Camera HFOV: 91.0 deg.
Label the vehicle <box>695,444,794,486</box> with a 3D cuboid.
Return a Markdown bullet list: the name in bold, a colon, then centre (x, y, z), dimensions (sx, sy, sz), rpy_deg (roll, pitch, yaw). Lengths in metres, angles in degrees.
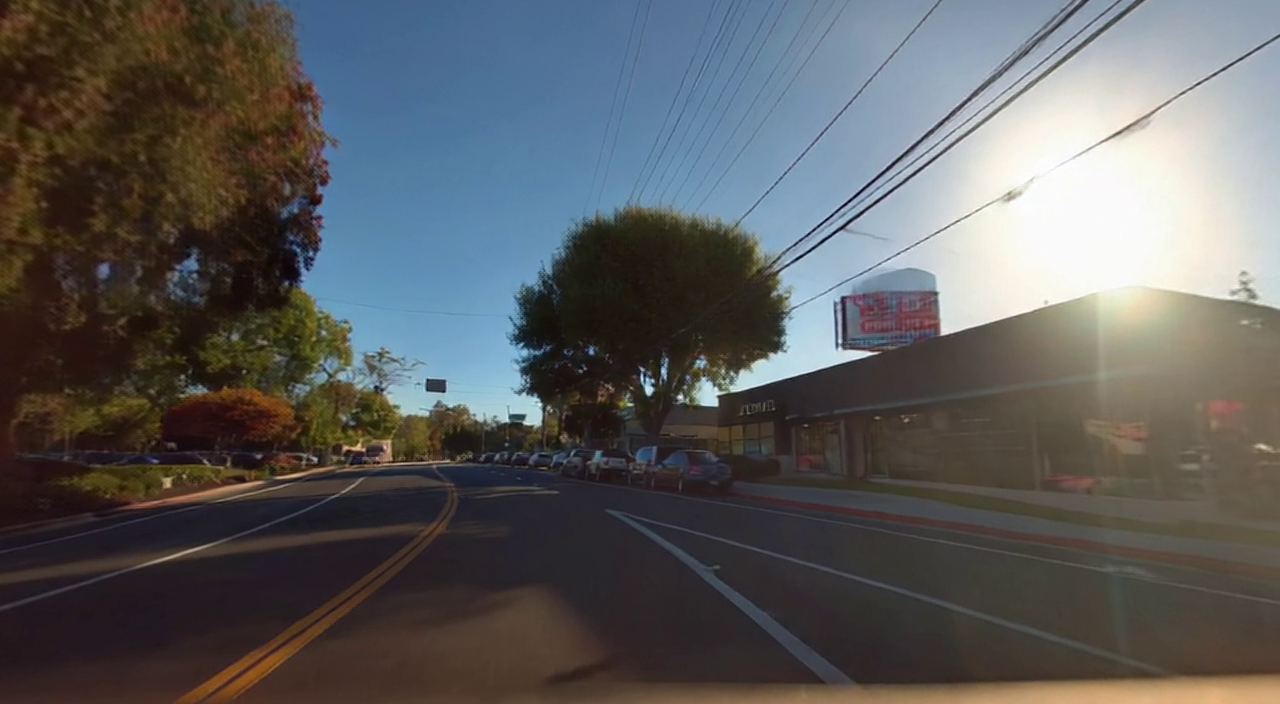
- **vehicle**: centre (4.490, 4.683, 26.502), dimensions (2.074, 1.526, 4.853), rpy_deg (-7, -10, 36)

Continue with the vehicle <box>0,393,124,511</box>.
- **vehicle**: centre (-15.667, 2.643, 16.869), dimensions (1.716, 2.808, 3.001), rpy_deg (-2, -7, -16)

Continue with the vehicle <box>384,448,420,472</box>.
- **vehicle**: centre (-16.460, 7.444, 43.553), dimensions (2.122, 1.517, 4.465), rpy_deg (3, -9, -20)
